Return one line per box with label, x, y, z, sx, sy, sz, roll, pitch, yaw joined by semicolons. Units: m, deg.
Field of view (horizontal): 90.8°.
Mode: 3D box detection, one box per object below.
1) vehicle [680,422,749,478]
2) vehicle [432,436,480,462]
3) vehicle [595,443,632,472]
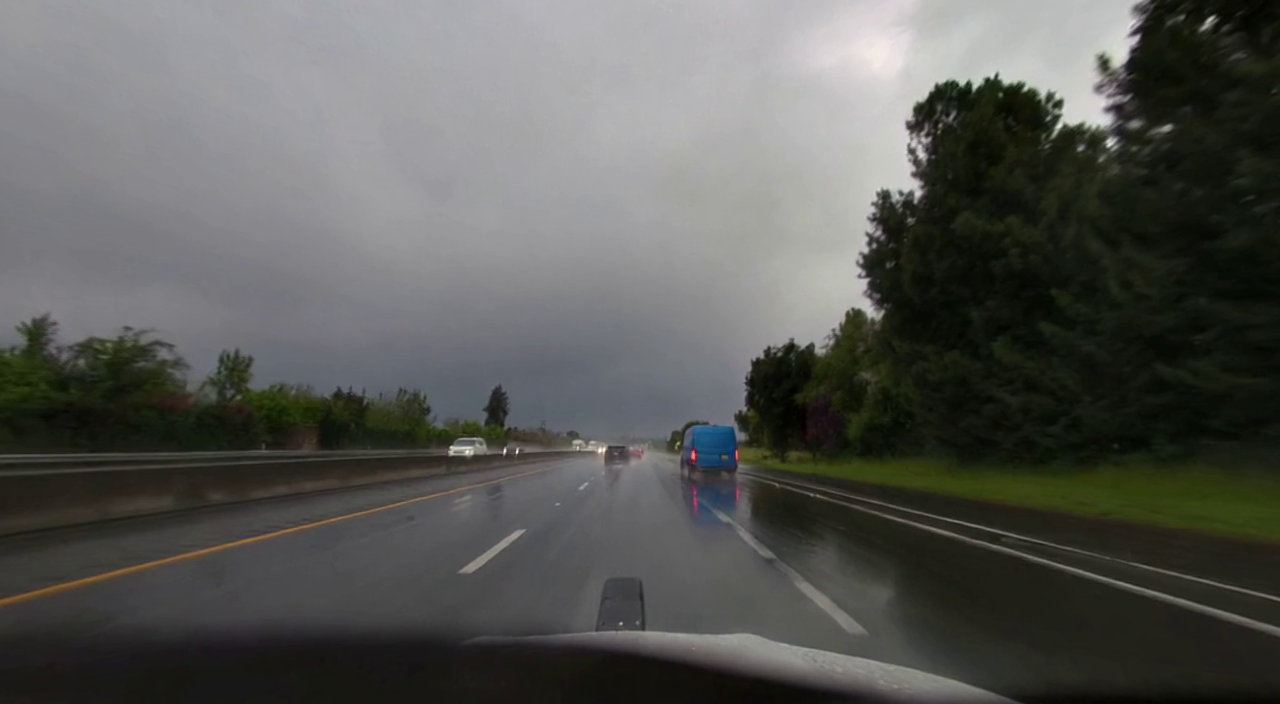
vehicle;3.627;4.998;32.175;2.552;2.524;6.630;0;-9;-1
vehicle;-12.894;6.854;44.475;2.014;1.681;4.914;0;-9;-2
vehicle;-1.580;6.565;39.302;2.069;1.666;4.338;0;-9;1
